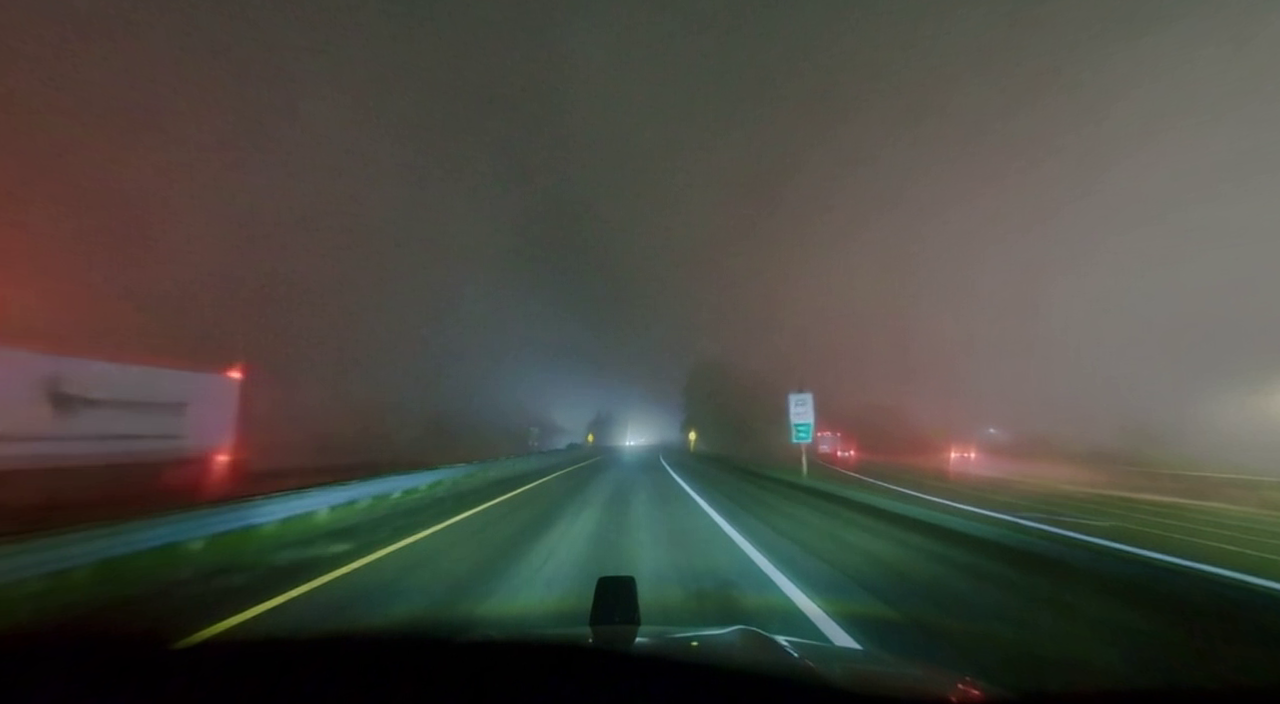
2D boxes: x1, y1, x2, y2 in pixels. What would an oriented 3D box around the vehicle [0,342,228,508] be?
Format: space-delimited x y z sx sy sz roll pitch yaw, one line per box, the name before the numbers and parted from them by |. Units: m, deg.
vehicle | -17.481 2.027 17.240 2.937 4.107 13.979 0 -8 0
